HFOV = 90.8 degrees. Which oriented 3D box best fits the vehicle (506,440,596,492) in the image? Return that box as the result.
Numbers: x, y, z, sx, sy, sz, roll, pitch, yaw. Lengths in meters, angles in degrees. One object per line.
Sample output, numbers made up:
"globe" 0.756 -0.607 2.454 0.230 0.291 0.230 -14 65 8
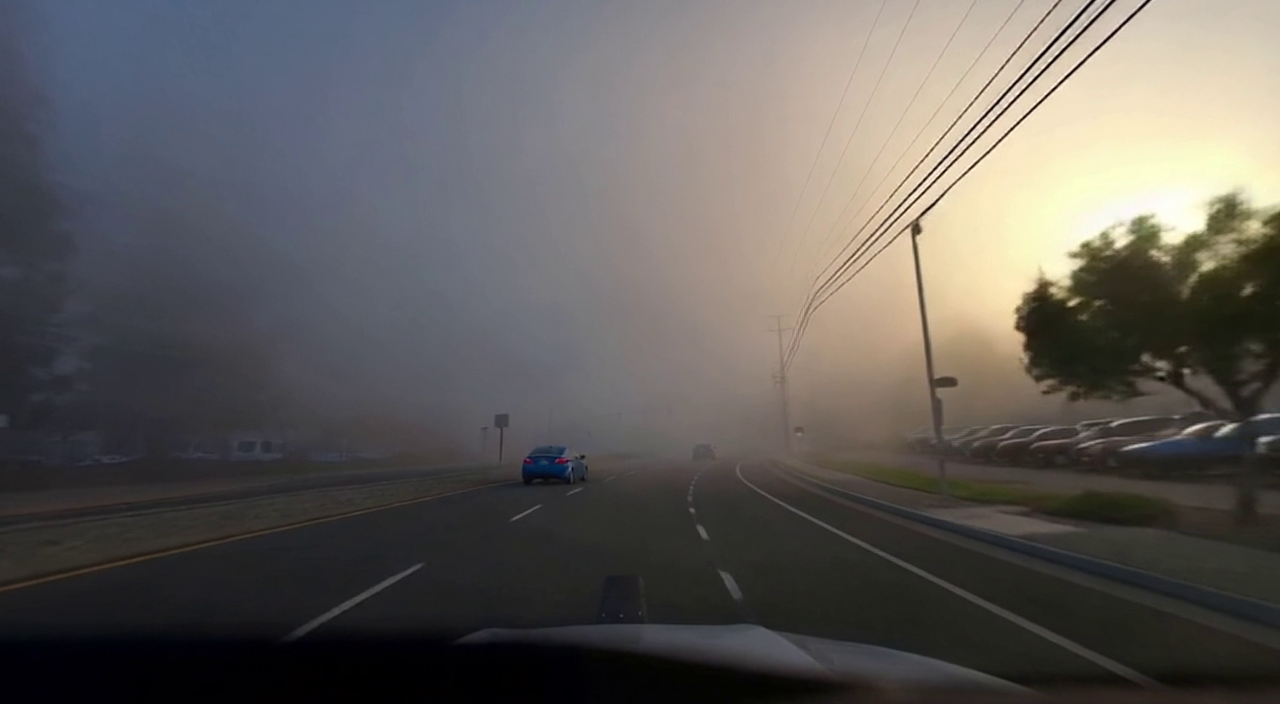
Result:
"vehicle" -2.772 3.692 20.850 1.928 1.488 4.635 -1 -8 5
